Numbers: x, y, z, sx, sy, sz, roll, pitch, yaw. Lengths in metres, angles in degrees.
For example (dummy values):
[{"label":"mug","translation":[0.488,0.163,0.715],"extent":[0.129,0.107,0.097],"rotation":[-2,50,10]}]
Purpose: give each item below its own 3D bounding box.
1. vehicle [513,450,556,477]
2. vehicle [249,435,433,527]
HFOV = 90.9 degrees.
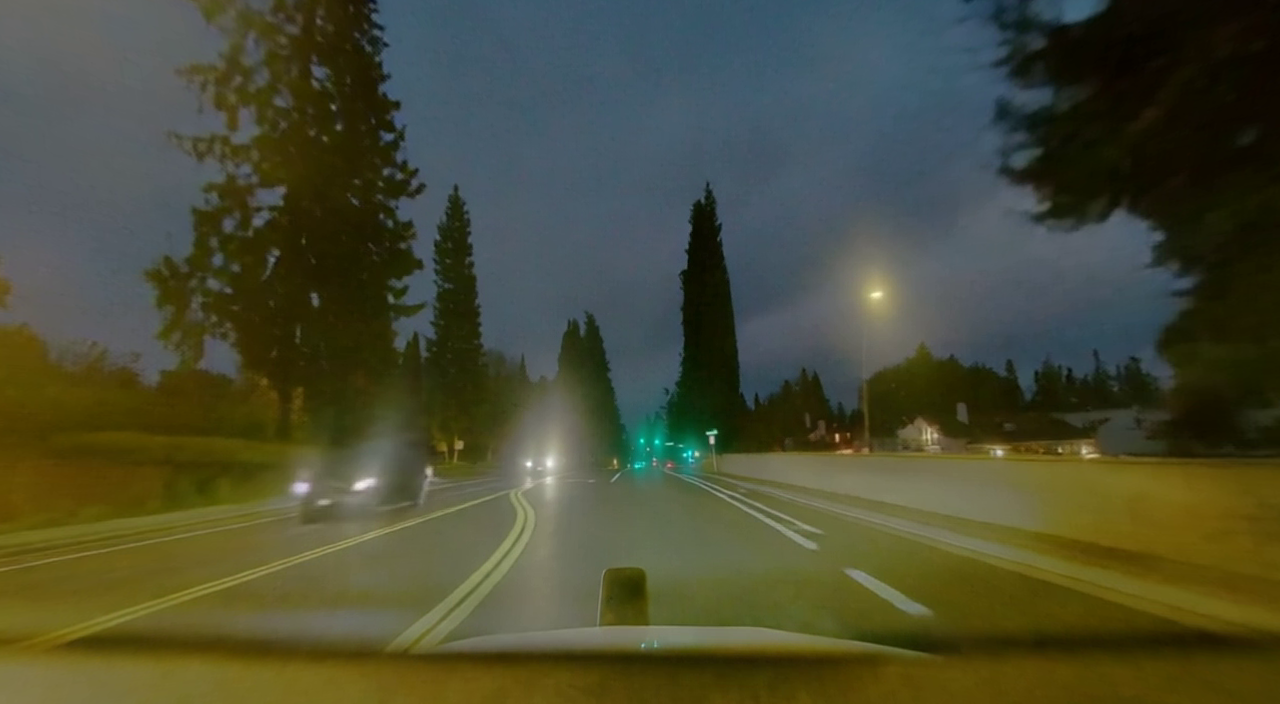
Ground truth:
[{"label":"vehicle","translation":[-6.730,7.151,40.774],"extent":[2.095,1.603,3.980],"rotation":[0,-9,0]},{"label":"vehicle","translation":[-6.203,2.691,13.731],"extent":[1.972,1.684,4.144],"rotation":[0,-9,-1]}]
